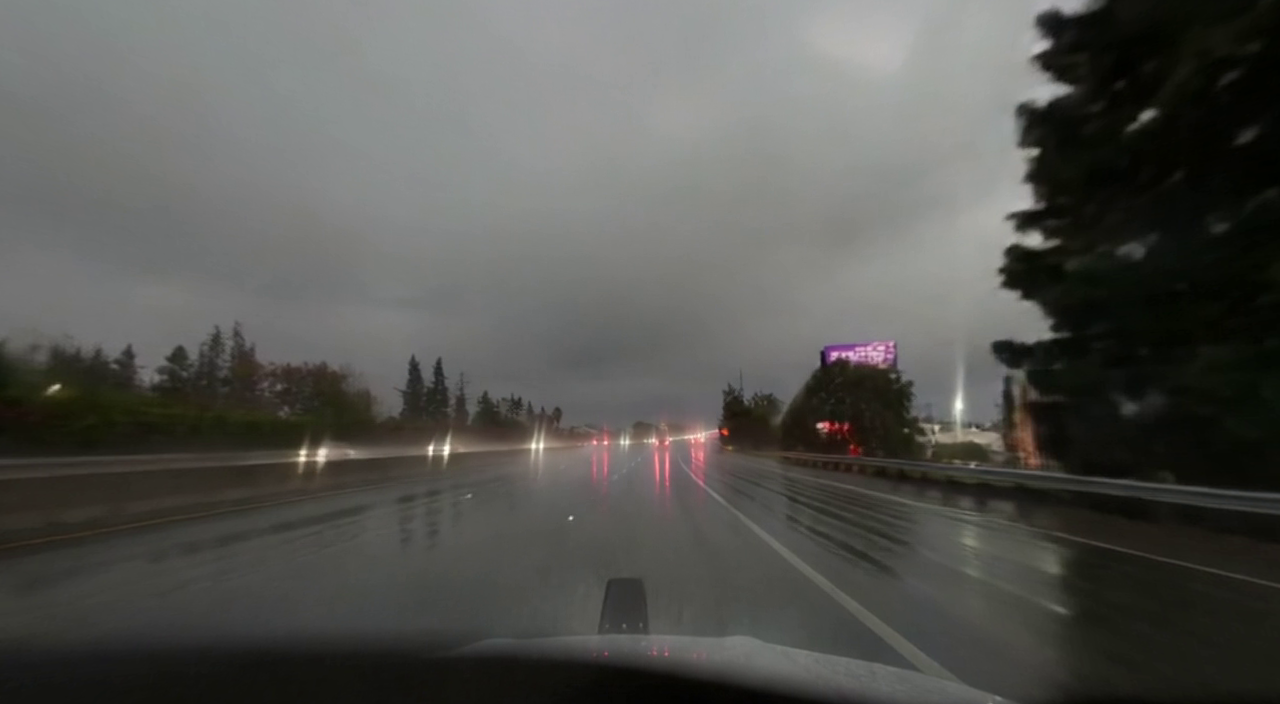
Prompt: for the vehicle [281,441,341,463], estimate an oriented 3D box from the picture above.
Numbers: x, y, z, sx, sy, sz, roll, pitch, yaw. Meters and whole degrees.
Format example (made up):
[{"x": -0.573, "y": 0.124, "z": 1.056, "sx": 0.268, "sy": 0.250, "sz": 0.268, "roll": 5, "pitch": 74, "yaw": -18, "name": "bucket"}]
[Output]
[{"x": -24.383, "y": 7.425, "z": 46.989, "sx": 1.971, "sy": 1.536, "sz": 4.444, "roll": -1, "pitch": -8, "yaw": 2, "name": "vehicle"}]
